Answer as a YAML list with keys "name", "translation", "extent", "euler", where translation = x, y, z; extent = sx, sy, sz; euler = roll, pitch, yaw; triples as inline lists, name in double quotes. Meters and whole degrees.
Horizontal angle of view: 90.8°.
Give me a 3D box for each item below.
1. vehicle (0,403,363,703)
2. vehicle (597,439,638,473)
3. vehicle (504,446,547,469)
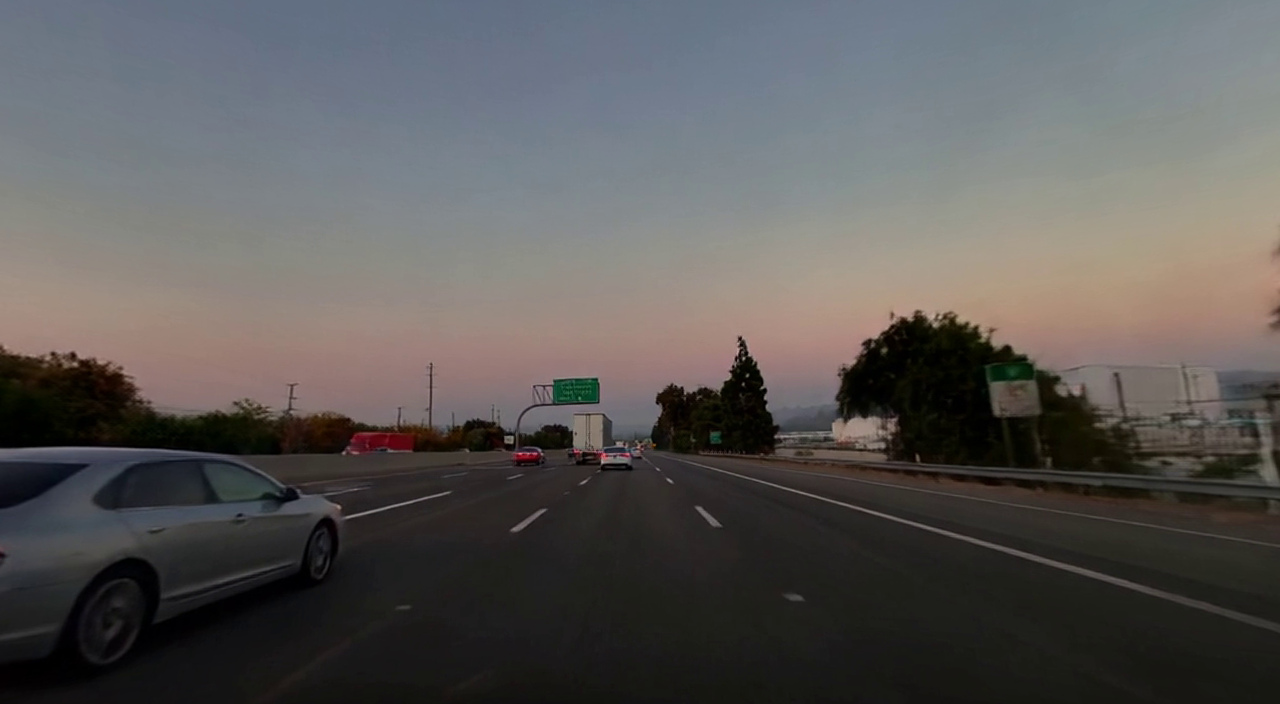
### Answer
- name: "vehicle"
  translation: [-3.675, 1.158, 3.826]
  extent: [1.997, 1.507, 4.391]
  euler: [0, -9, 0]
- name: "vehicle"
  translation: [-1.120, 5.530, 33.690]
  extent: [2.033, 1.669, 4.112]
  euler: [0, -9, 0]
- name: "vehicle"
  translation: [-7.607, 7.042, 42.407]
  extent: [2.026, 1.477, 4.467]
  euler: [0, -9, 0]
